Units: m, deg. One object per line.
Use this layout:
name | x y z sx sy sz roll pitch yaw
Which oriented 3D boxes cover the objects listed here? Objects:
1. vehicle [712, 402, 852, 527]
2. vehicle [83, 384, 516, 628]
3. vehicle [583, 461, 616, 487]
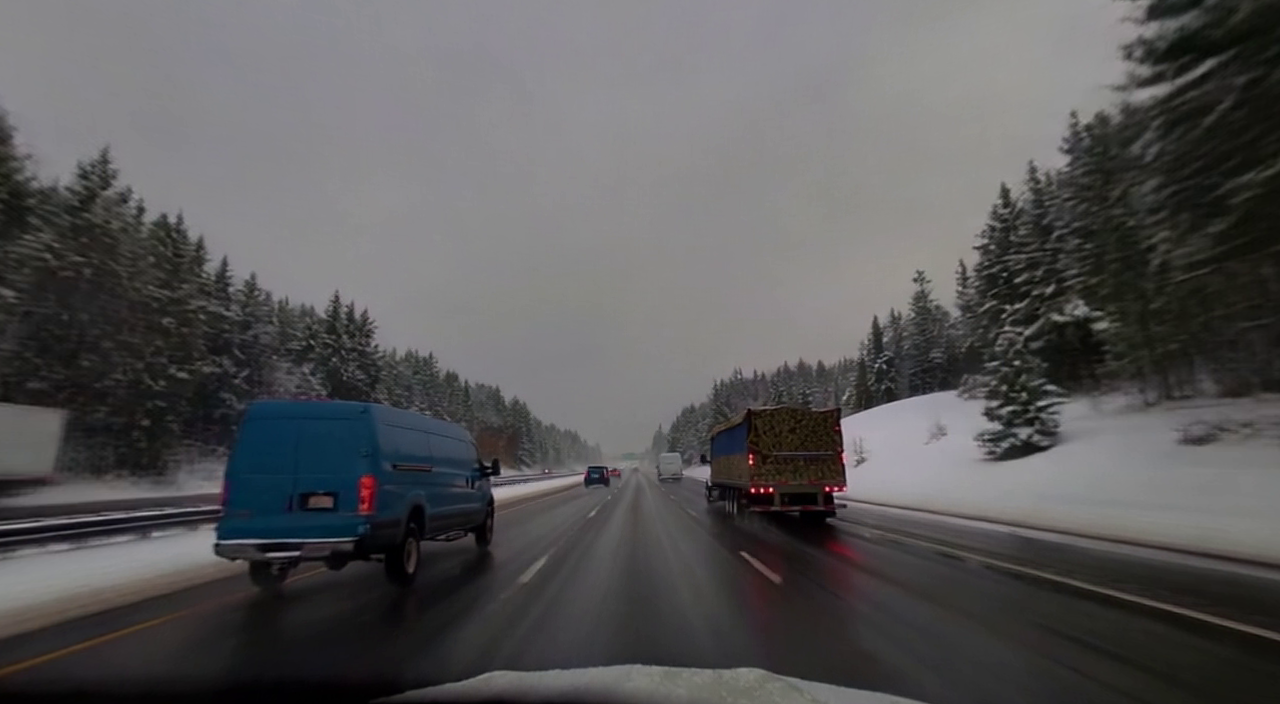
vehicle | 3.766 3.221 18.078 2.703 2.988 5.097 1 -10 -1
vehicle | -3.242 1.699 7.695 2.378 1.930 5.086 1 -11 0
vehicle | -3.077 9.463 48.982 2.204 1.852 4.661 1 -11 1
